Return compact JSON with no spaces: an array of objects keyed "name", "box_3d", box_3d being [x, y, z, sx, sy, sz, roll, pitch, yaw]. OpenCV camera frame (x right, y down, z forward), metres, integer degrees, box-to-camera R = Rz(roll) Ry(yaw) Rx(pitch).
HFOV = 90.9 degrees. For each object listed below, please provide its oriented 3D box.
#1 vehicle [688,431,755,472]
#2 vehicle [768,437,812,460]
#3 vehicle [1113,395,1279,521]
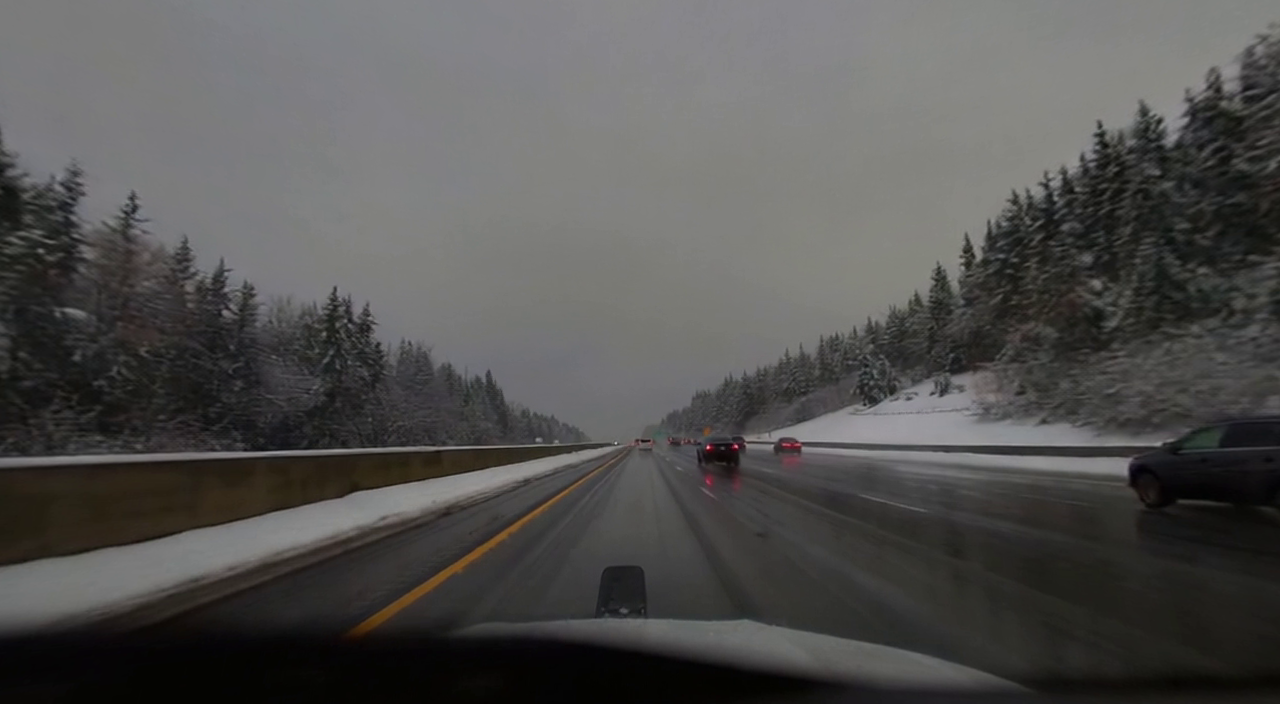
[{"name":"vehicle","box_3d":[3.482,4.388,27.921,2.326,1.644,4.206,-1,-8,-1]},{"name":"vehicle","box_3d":[10.441,6.729,44.221,1.970,1.479,4.480,-1,-8,-1]},{"name":"vehicle","box_3d":[10.280,1.561,9.379,2.062,1.809,5.679,-1,-8,0]}]
